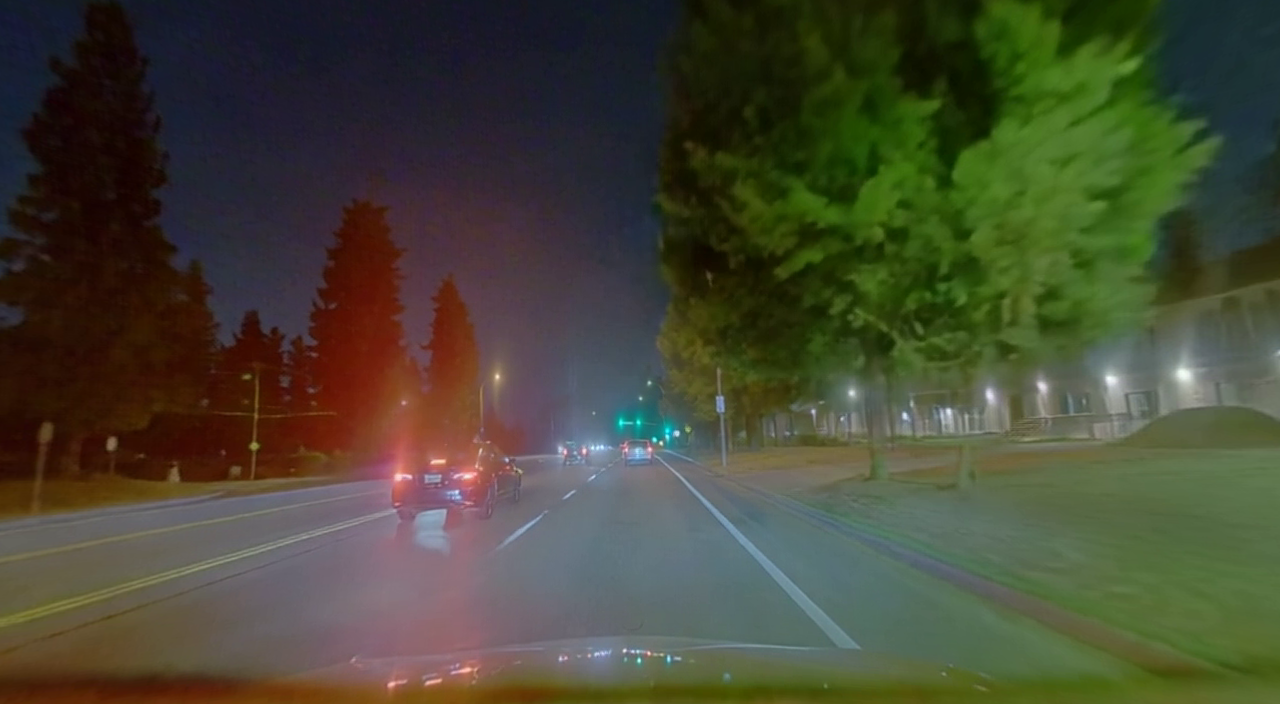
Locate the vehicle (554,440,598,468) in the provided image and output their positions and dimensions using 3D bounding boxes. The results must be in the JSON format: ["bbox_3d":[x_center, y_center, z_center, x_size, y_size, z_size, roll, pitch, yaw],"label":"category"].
[{"bbox_3d":[-3.617,5.880,36.490,2.114,1.500,3.912,0,-8,0],"label":"vehicle"}]

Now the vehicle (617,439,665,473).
[{"bbox_3d":[0.040,4.815,29.443,2.065,1.456,4.099,0,-8,0],"label":"vehicle"}]

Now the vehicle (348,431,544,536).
[{"bbox_3d":[-3.075,2.188,11.122,2.030,1.467,4.403,0,-8,0],"label":"vehicle"}]
